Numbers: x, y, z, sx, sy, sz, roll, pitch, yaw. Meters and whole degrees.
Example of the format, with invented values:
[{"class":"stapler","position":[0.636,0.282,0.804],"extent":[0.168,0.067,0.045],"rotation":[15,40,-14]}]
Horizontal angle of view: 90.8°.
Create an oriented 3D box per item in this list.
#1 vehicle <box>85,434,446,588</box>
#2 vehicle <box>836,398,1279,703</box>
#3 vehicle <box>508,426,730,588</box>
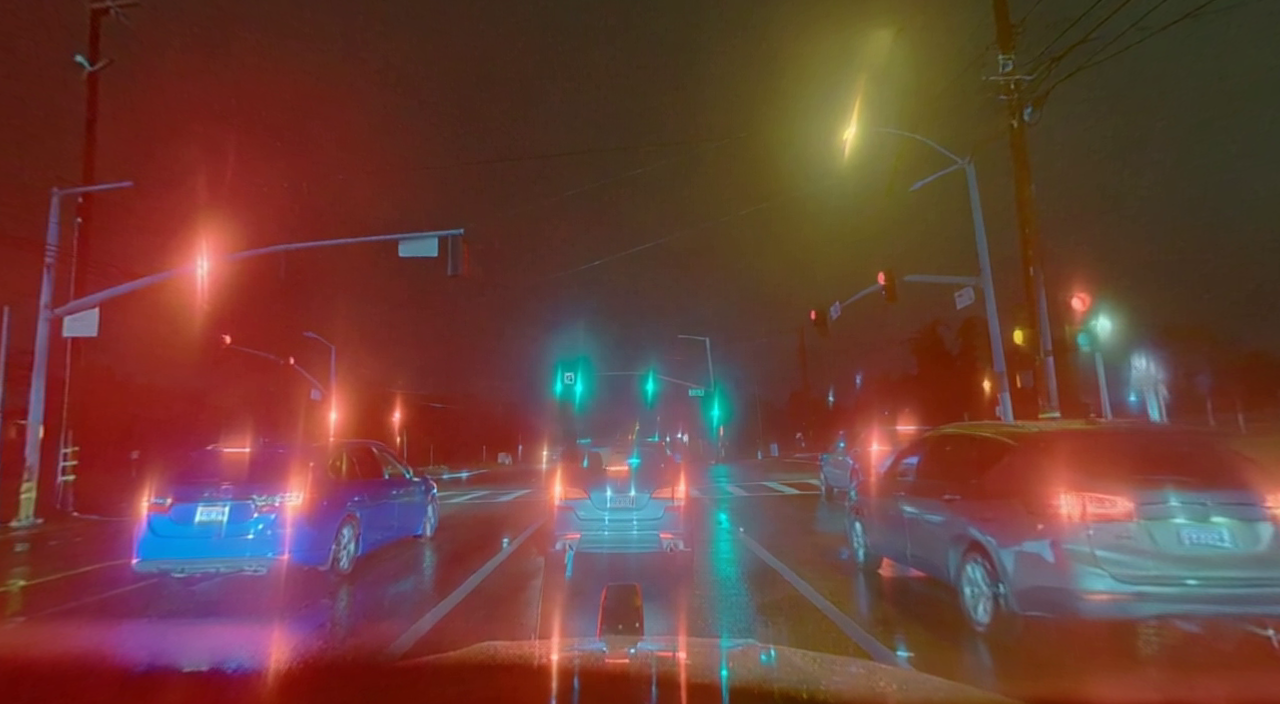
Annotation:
[{"class":"vehicle","position":[-4.363,1.883,8.435],"extent":[2.106,1.492,4.312],"rotation":[0,-8,1]},{"class":"vehicle","position":[2.910,1.203,4.354],"extent":[1.860,1.494,3.707],"rotation":[0,-8,-1]},{"class":"vehicle","position":[-0.223,1.757,8.039],"extent":[2.061,1.485,4.196],"rotation":[0,-8,-1]}]
